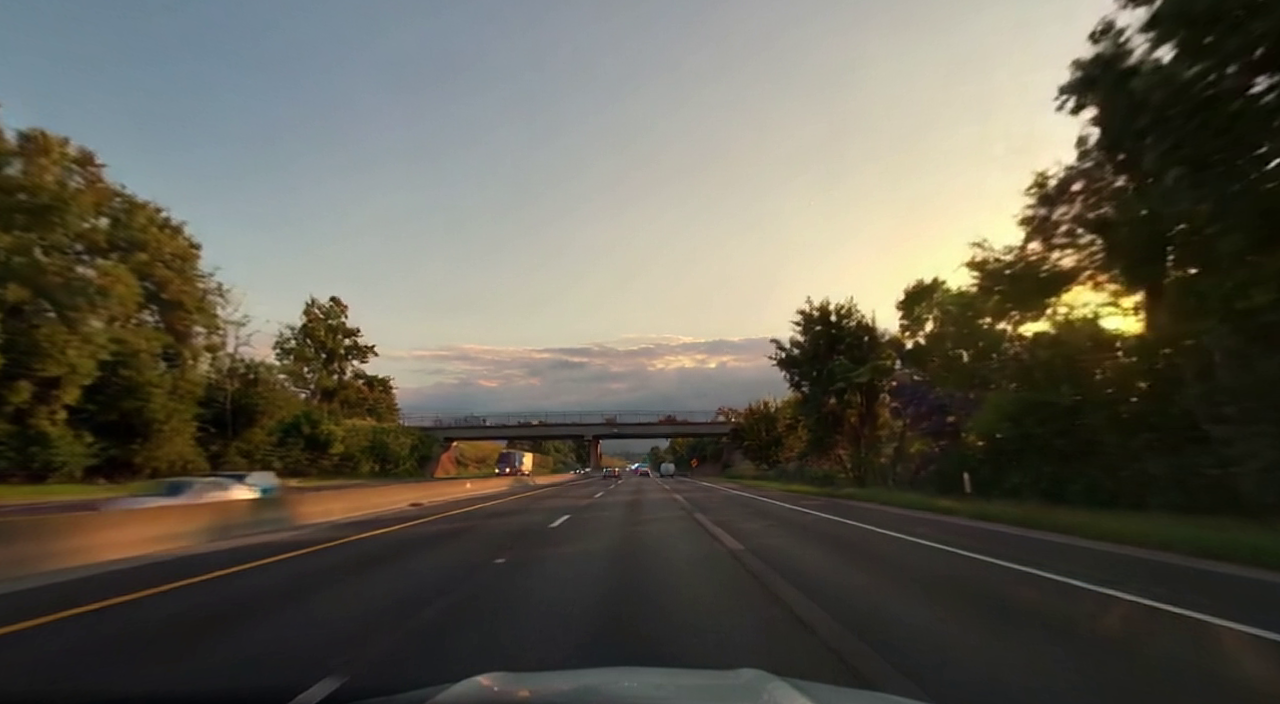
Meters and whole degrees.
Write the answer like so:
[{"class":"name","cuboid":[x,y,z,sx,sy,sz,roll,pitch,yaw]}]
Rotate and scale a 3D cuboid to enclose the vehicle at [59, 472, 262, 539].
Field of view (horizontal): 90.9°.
[{"class":"vehicle","cuboid":[-12.092,3.860,16.352,1.872,1.435,4.267,1,-11,0]}]
